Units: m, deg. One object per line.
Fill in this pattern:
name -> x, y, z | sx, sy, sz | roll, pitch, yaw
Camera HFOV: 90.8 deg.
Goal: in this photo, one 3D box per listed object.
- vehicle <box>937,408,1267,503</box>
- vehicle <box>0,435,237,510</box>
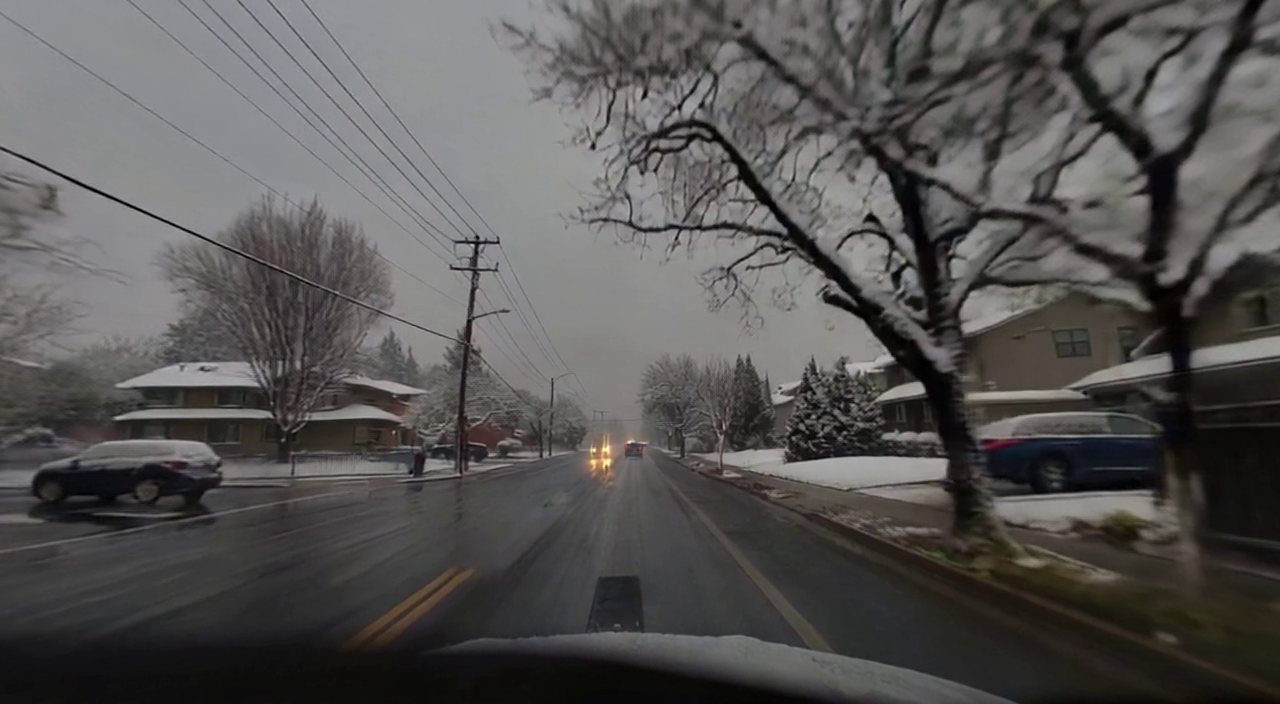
vehicle -> 9.048, 2.087, 12.918 | 4.953, 1.704, 1.952 | -2, -9, 11
vehicle -> -14.360, 3.214, 17.139 | 5.217, 1.866, 2.342 | 0, -8, 1
